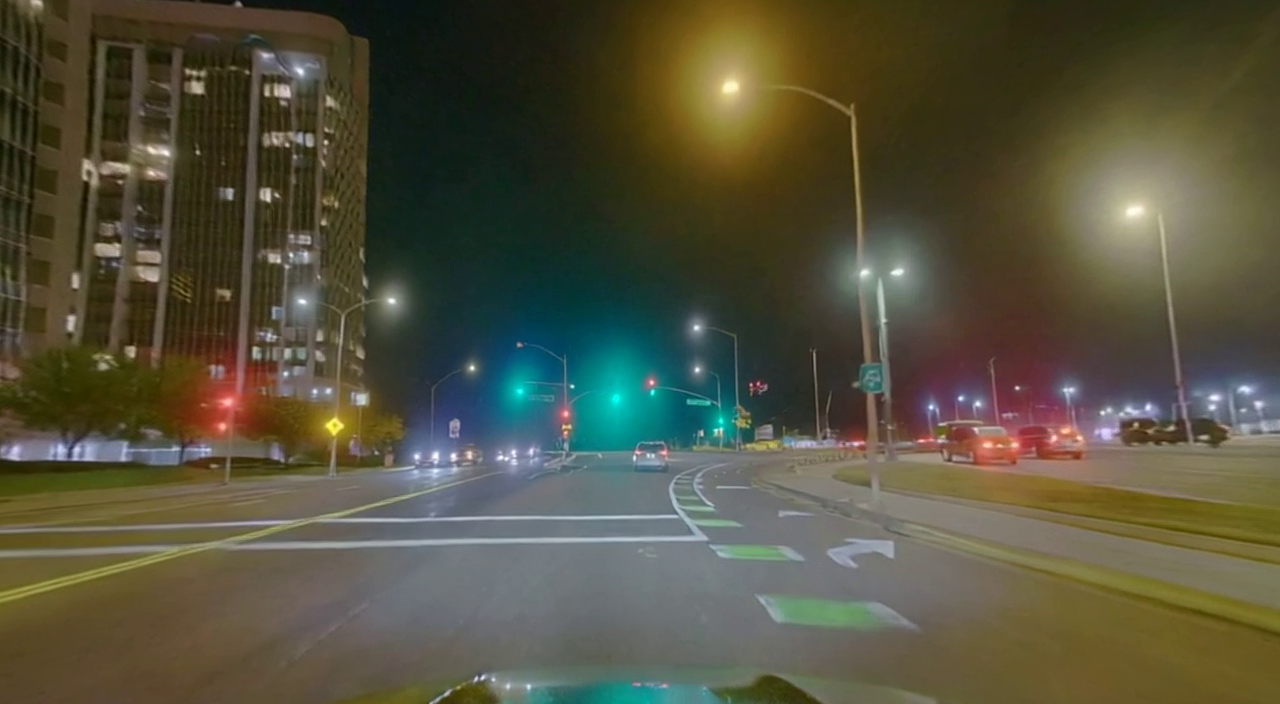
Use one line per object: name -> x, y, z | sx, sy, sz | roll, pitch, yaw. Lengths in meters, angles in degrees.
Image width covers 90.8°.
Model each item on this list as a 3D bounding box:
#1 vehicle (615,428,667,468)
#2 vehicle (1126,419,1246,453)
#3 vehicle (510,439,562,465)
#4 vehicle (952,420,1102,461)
vehicle -> 0.132, 4.774, 31.549 | 2.230, 1.827, 4.298 | -1, -8, 5
vehicle -> 29.318, 4.499, 34.032 | 4.504, 1.759, 1.955 | 0, -8, 4
vehicle -> -6.369, 6.160, 39.212 | 1.939, 1.484, 4.645 | -1, -8, 7
vehicle -> 14.812, 3.435, 24.397 | 4.486, 1.494, 1.802 | -1, -8, 5
